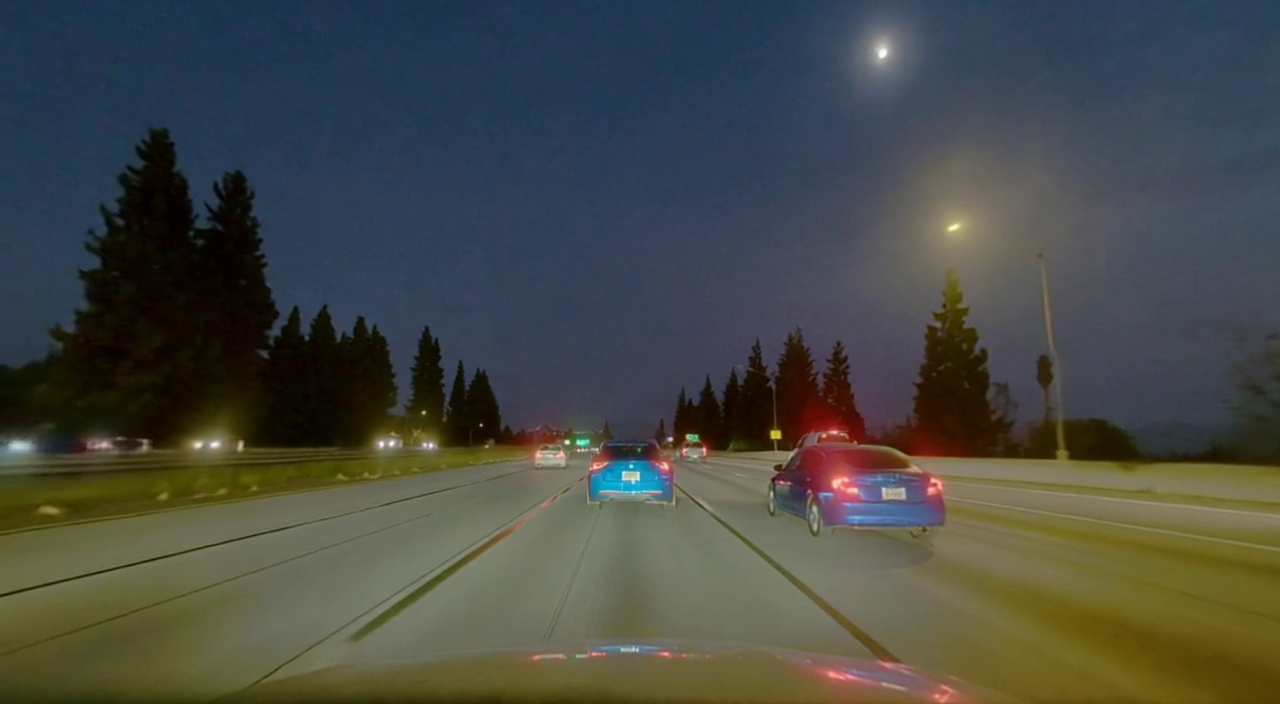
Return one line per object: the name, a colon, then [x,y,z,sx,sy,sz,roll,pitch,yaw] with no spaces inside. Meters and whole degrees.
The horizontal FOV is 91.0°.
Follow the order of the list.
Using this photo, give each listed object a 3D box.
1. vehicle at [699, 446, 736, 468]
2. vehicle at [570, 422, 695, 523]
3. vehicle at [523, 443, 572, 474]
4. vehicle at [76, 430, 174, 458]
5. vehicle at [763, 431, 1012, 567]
vehicle: [5.822,7.948,47.763,1.972,1.521,4.498,1,-9,-3]
vehicle: [-0.155,2.414,13.073,2.181,1.728,3.970,1,-9,-1]
vehicle: [-4.797,5.589,33.185,2.023,1.497,4.526,1,-9,-1]
vehicle: [-30.497,5.493,37.520,1.862,1.506,4.793,1,-9,-2]
vehicle: [3.280,2.024,9.445,1.975,1.532,4.227,1,-9,-1]
